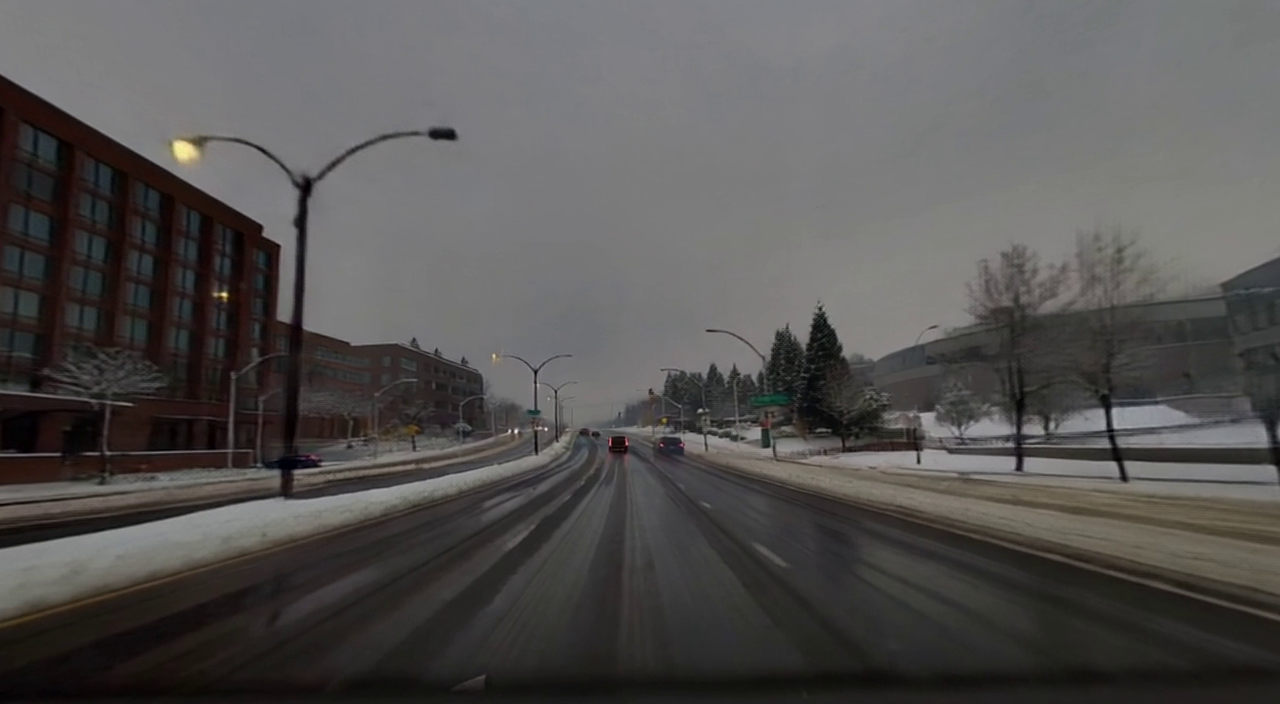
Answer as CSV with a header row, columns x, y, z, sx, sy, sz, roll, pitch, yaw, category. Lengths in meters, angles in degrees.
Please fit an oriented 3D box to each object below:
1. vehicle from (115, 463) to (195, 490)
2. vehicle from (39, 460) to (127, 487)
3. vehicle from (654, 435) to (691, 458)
x,y,z,sx,sy,sz,roll,pitch,yaw,category
-29.965,7.713,39.207,1.732,1.427,4.059,-1,-8,0,vehicle
-35.197,7.649,40.048,3.762,1.498,1.983,4,-10,-29,vehicle
2.189,6.512,43.566,2.090,1.506,4.382,0,-8,-3,vehicle
